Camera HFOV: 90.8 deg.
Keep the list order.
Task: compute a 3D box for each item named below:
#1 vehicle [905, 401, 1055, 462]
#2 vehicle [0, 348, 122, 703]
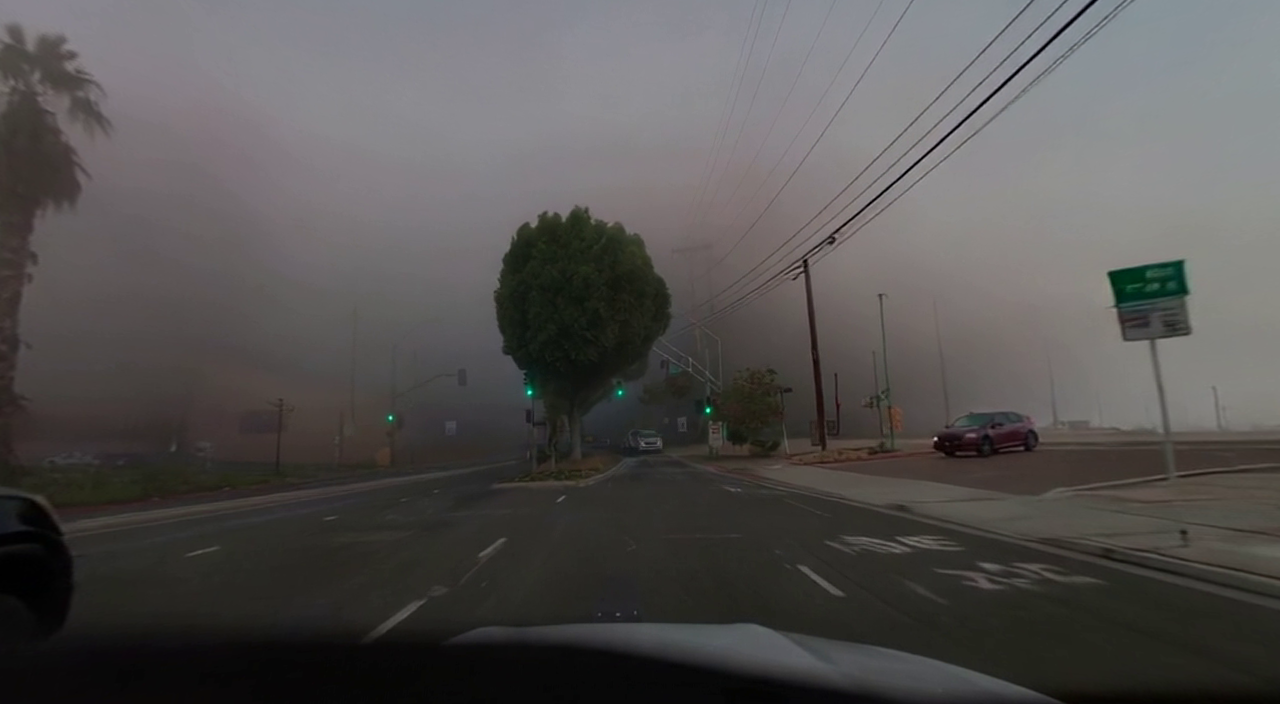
[{"bbox_3d":[13.223,3.142,24.420,6.059,2.082,2.703,6,-11,-37],"label":"vehicle"},{"bbox_3d":[-3.820,0.613,1.176,2.062,1.728,4.246,0,-9,0],"label":"vehicle"}]
